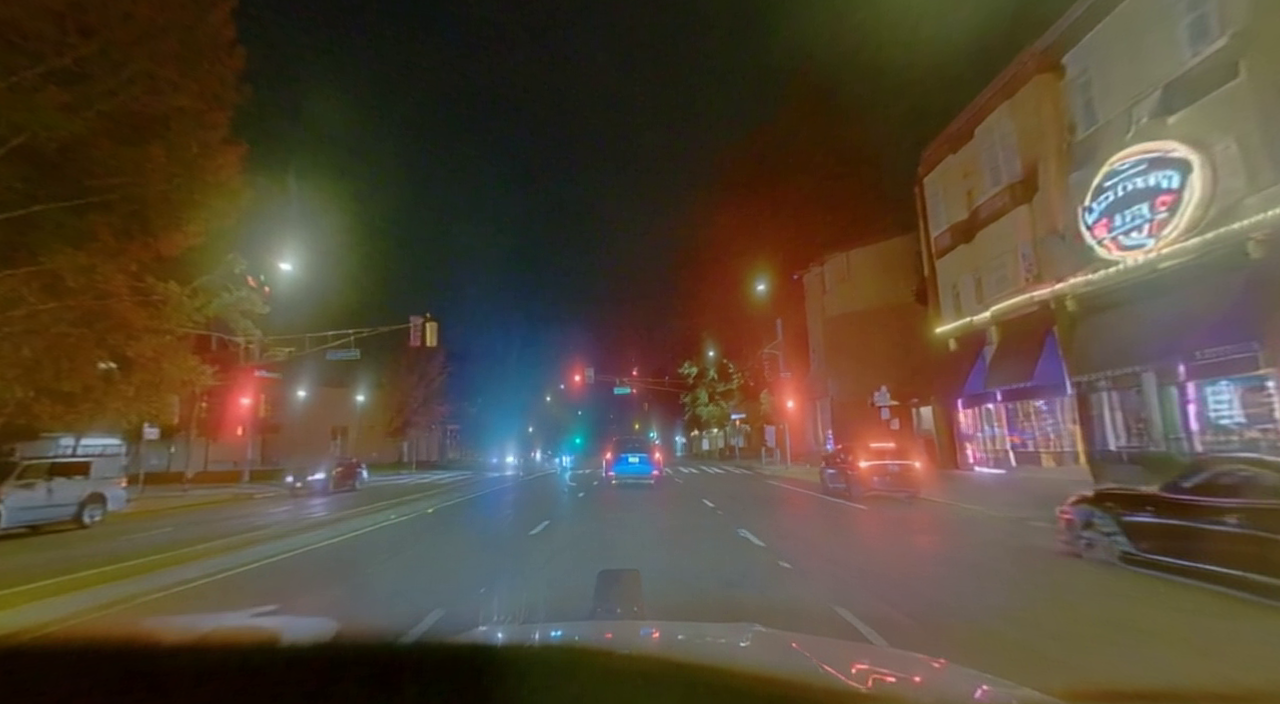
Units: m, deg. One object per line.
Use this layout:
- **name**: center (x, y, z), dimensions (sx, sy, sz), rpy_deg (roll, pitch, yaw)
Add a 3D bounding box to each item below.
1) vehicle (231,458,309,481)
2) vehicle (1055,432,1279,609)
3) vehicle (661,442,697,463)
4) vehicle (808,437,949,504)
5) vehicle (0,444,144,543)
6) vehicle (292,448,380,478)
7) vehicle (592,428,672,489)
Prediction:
- **vehicle**: center (-26.080, 8.268, 44.663), dimensions (4.317, 1.524, 1.809), rpy_deg (0, -9, -1)
- **vehicle**: center (6.215, 1.438, 5.573), dimensions (1.964, 1.429, 4.515), rpy_deg (0, -9, -1)
- **vehicle**: center (2.734, 7.222, 45.532), dimensions (2.209, 1.478, 4.138), rpy_deg (0, -9, -1)
- **vehicle**: center (6.072, 3.053, 16.731), dimensions (1.986, 1.515, 4.265), rpy_deg (0, -9, -1)
- **vehicle**: center (-14.057, 3.018, 13.817), dimensions (2.197, 1.985, 5.183), rpy_deg (0, -9, 0)
- **vehicle**: center (-18.632, 6.775, 38.793), dimensions (4.427, 1.757, 2.125), rpy_deg (-2, -9, 11)
- **vehicle**: center (-0.284, 3.555, 21.335), dimensions (2.382, 1.796, 4.610), rpy_deg (0, -9, -1)
